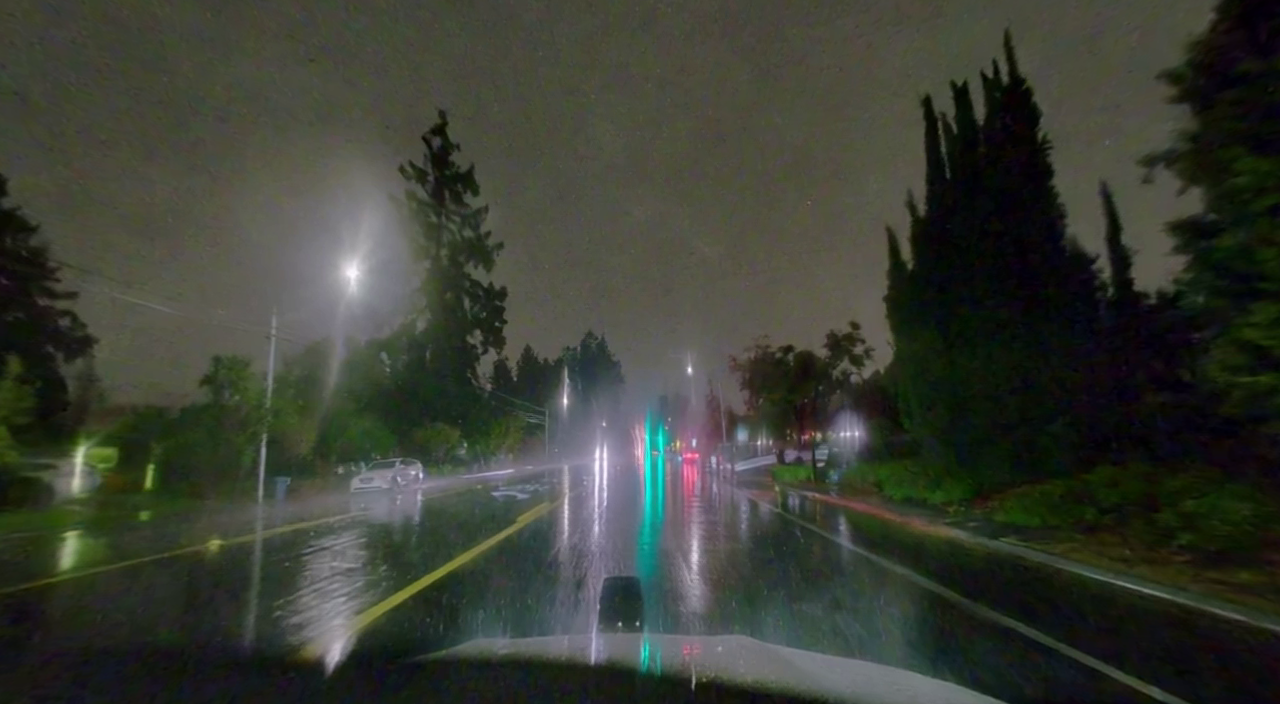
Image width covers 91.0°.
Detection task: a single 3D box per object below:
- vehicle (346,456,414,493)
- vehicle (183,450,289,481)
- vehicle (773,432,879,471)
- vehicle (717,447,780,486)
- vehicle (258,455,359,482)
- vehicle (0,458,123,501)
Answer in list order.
[{"bbox_3d":[-12.742,5.989,31.107,1.879,1.491,3.678,-3,-7,-1],"label":"vehicle"},{"bbox_3d":[-25.104,7.051,39.236,5.153,1.806,2.136,0,-9,1],"label":"vehicle"},{"bbox_3d":[11.073,5.926,37.713,5.561,1.953,2.150,-3,-8,-1],"label":"vehicle"},{"bbox_3d":[4.550,4.861,27.027,1.918,1.510,4.323,0,-9,0],"label":"vehicle"},{"bbox_3d":[-19.461,6.872,37.114,4.833,1.500,1.896,0,-9,-1],"label":"vehicle"},{"bbox_3d":[-22.858,4.787,23.898,4.640,1.490,2.052,0,-9,2],"label":"vehicle"}]
